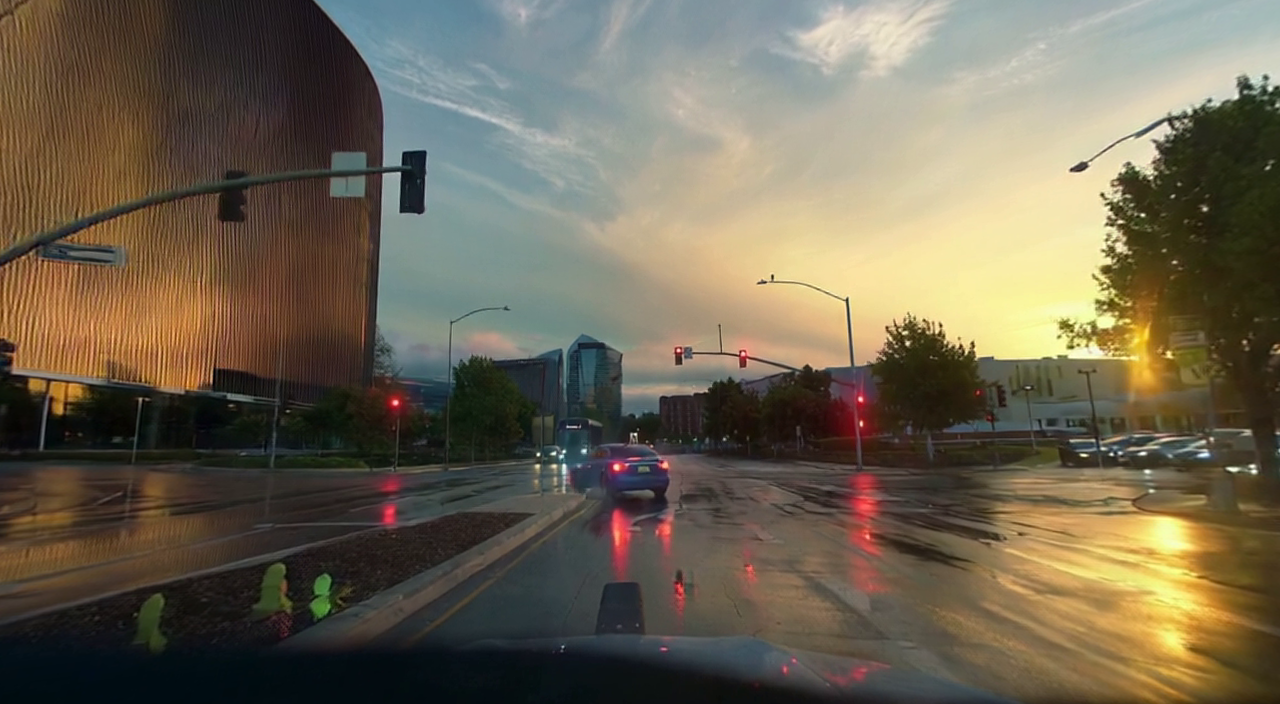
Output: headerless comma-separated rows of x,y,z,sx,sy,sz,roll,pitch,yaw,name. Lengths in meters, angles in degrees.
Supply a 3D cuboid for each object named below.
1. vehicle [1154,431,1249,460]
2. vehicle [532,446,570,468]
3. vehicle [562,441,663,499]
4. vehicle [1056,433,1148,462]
30.442,5.087,34.295,1.946,1.467,3.670,-1,-9,5,vehicle
-6.698,7.937,47.817,2.113,1.535,4.504,0,-9,2,vehicle
-0.967,3.488,19.065,2.014,1.525,4.197,3,-9,-18,vehicle
25.572,5.313,35.068,2.021,1.484,4.454,-1,-9,5,vehicle
